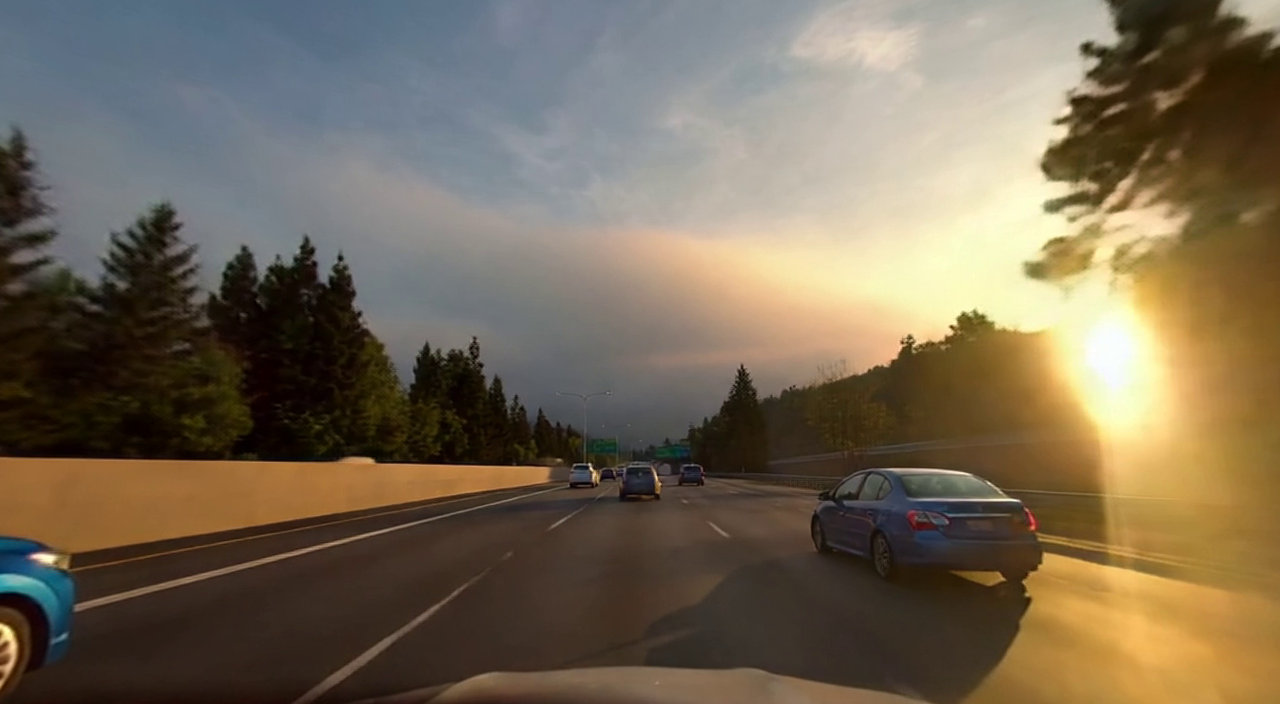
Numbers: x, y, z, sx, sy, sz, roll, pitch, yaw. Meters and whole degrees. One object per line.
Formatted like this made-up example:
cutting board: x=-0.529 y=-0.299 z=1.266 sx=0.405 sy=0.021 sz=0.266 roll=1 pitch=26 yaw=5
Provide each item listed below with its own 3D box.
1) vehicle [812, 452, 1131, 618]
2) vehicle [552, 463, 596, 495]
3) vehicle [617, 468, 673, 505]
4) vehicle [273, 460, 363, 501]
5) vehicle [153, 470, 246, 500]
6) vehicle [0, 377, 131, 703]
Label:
vehicle: x=3.747 y=2.132 z=8.077 sx=1.938 sy=1.561 sz=3.786 roll=1 pitch=-10 yaw=-1
vehicle: x=-3.775 y=7.358 z=36.628 sx=2.021 sy=1.706 sz=4.247 roll=1 pitch=-10 yaw=1
vehicle: x=0.209 y=5.774 z=27.356 sx=2.241 sy=1.425 sz=3.973 roll=1 pitch=-10 yaw=0
vehicle: x=-15.618 y=6.254 z=30.824 sx=2.045 sy=1.793 sz=4.254 roll=1 pitch=-10 yaw=0
vehicle: x=-23.159 y=6.995 z=33.339 sx=1.760 sy=1.441 sz=4.193 roll=1 pitch=-10 yaw=1
vehicle: x=-3.960 y=0.659 z=1.372 sx=1.999 sy=1.659 sz=4.340 roll=1 pitch=-10 yaw=0
